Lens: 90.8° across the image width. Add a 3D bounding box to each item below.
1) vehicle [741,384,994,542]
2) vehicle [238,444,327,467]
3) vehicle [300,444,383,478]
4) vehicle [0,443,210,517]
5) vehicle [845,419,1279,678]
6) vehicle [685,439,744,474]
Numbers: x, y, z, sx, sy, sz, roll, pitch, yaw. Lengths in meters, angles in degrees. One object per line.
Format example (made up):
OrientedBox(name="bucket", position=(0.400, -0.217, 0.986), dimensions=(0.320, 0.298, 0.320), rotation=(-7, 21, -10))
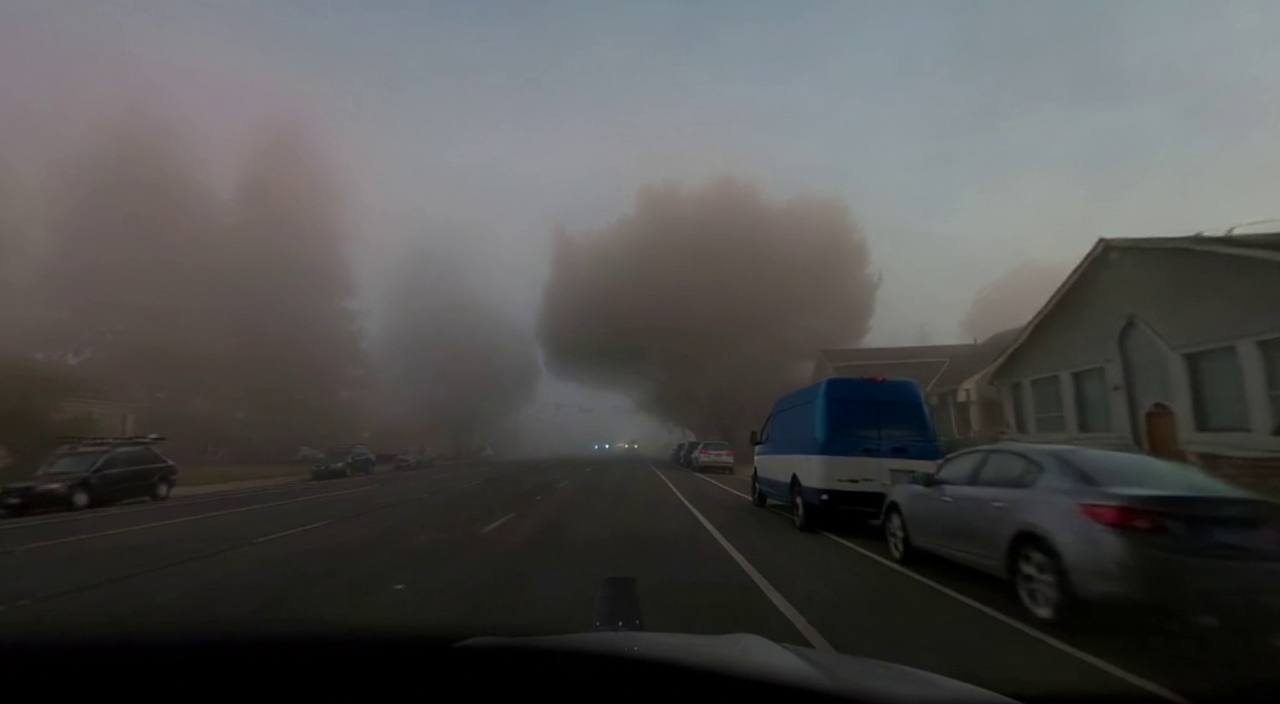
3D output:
OrientedBox(name="vehicle", position=(3.582, 1.937, 11.525), dimensions=(2.521, 2.168, 5.478), rotation=(0, -8, 0))
OrientedBox(name="vehicle", position=(-23.079, 6.701, 40.918), dimensions=(4.599, 1.433, 1.863), rotation=(1, -9, -3))
OrientedBox(name="vehicle", position=(-14.803, 5.405, 31.705), dimensions=(1.923, 1.535, 4.862), rotation=(0, -8, -2))
OrientedBox(name="vehicle", position=(-14.331, 3.268, 16.845), dimensions=(2.045, 1.636, 5.214), rotation=(0, -8, 0))
OrientedBox(name="vehicle", position=(3.799, 1.474, 6.000), dimensions=(1.994, 1.450, 4.662), rotation=(1, -8, -2))
OrientedBox(name="vehicle", position=(3.321, 4.744, 28.982), dimensions=(1.956, 1.468, 4.524), rotation=(0, -8, -2))
